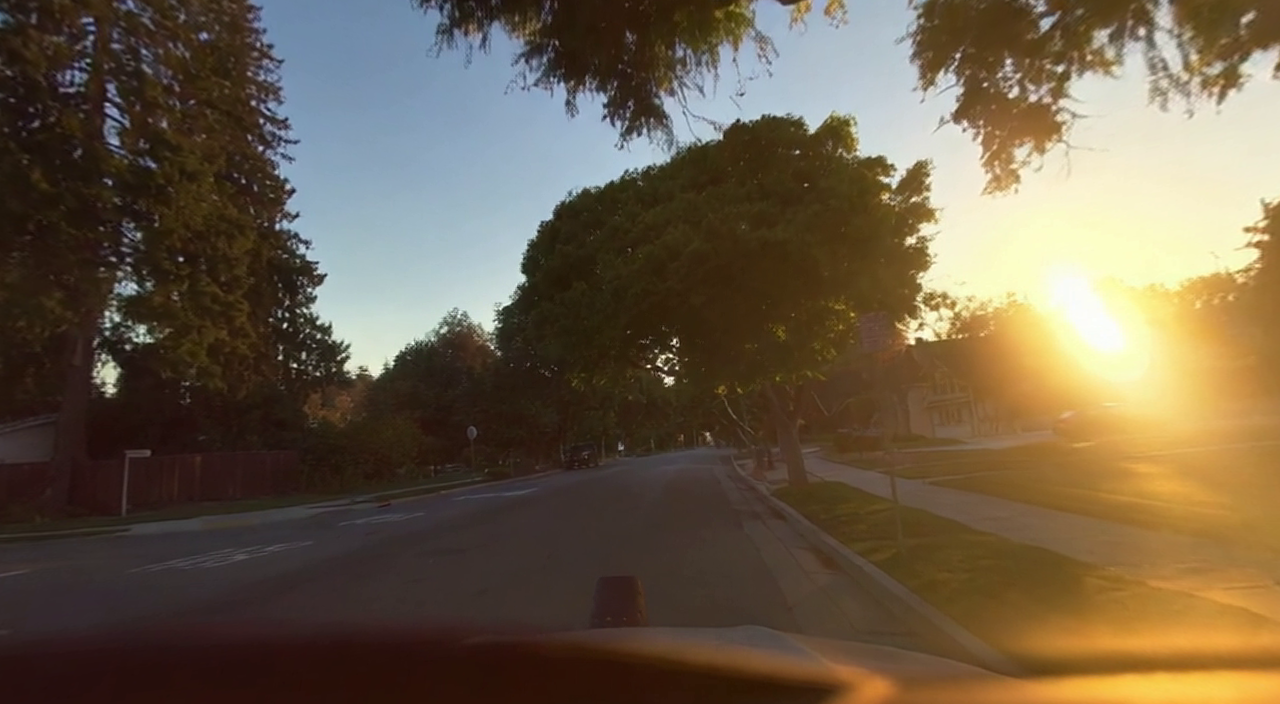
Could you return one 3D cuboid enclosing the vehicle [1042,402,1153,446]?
[{"bbox_3d":[18.501,3.009,25.762,1.806,1.481,4.671,-6,-9,12],"label":"vehicle"}]
